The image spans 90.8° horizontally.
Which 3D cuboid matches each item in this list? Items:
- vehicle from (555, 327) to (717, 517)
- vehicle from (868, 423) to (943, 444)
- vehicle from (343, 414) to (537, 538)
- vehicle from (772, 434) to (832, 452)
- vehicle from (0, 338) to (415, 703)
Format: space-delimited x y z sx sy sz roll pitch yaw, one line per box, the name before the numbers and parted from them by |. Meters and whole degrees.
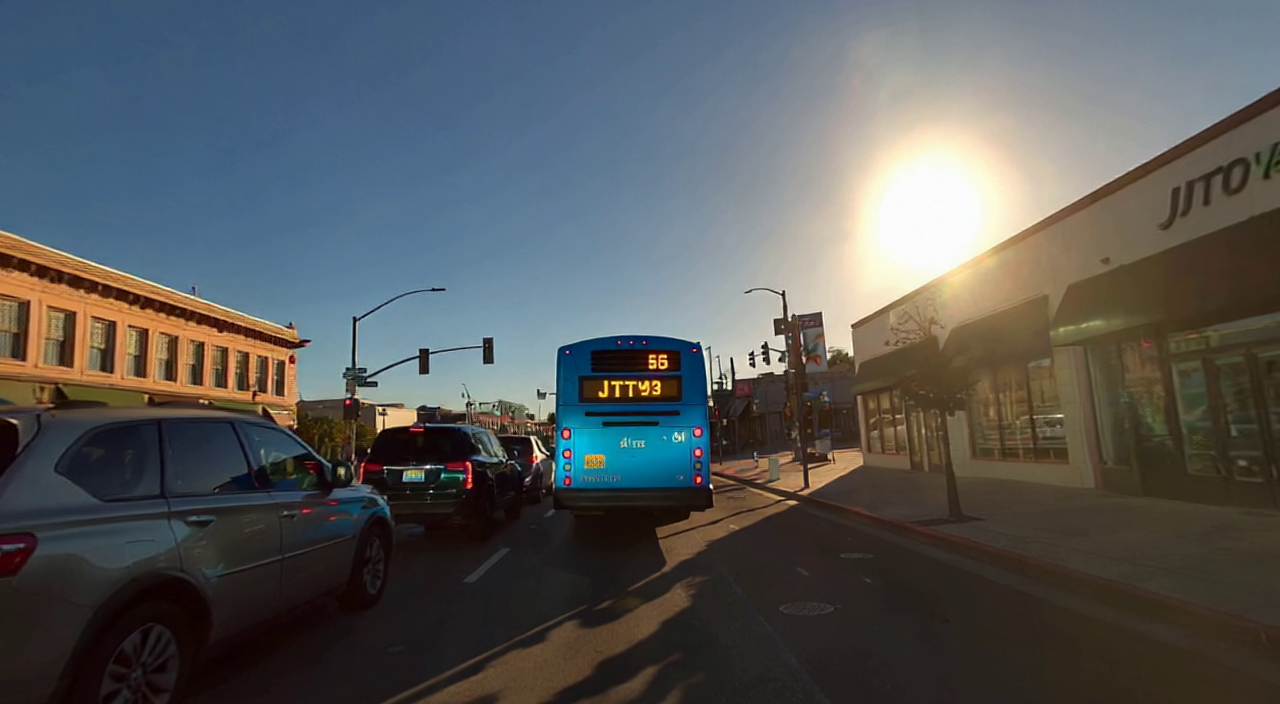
vehicle | -0.316 1.993 16.577 2.938 3.468 9.972 0 -9 -3
vehicle | 19.787 6.108 47.203 4.827 1.555 1.863 1 -9 -6
vehicle | -3.353 2.201 11.800 2.096 1.828 4.669 0 -8 0
vehicle | 11.914 6.737 46.657 3.949 1.337 1.738 0 -9 -3
vehicle | -3.224 1.089 3.950 2.020 1.725 4.384 0 -8 0
